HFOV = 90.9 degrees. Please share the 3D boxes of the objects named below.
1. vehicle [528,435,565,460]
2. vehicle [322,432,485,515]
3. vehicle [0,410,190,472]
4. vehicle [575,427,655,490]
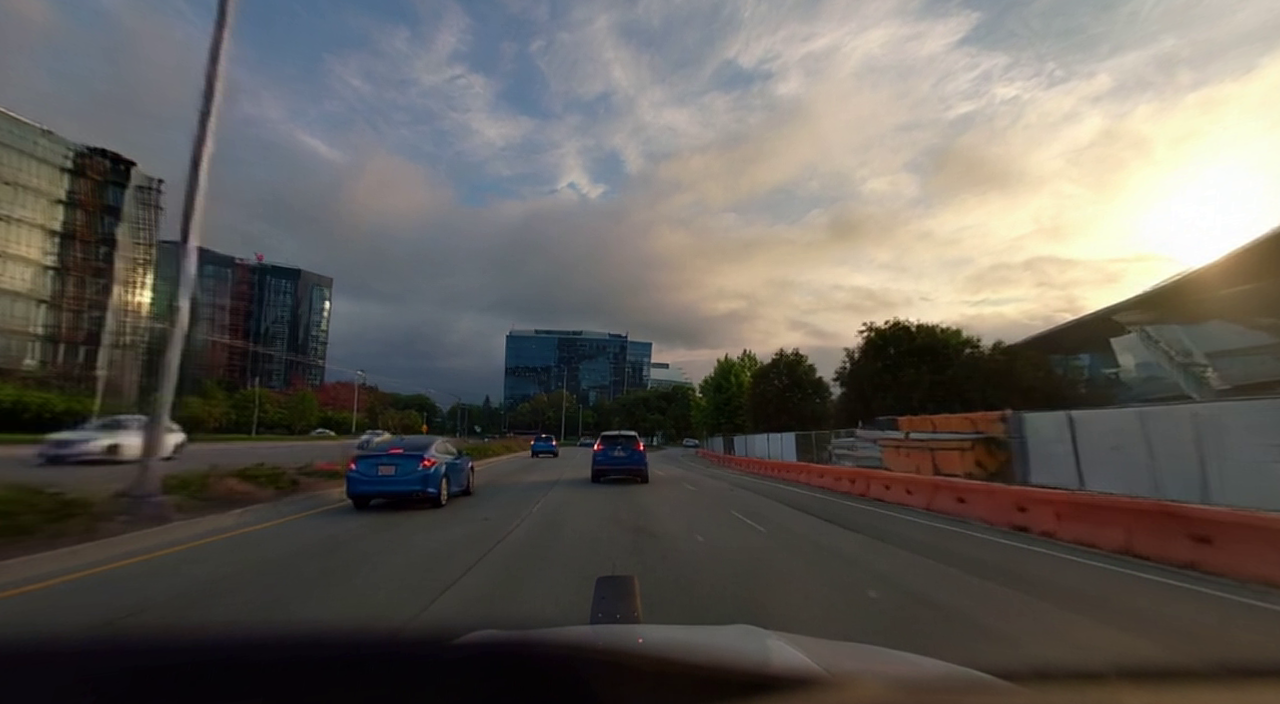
[{"bbox_3d":[-5.891,6.023,40.110,1.888,1.486,4.310,0,-8,-3],"label":"vehicle"},{"bbox_3d":[-4.529,2.343,12.791,1.848,1.406,4.013,0,-8,-2],"label":"vehicle"},{"bbox_3d":[-15.012,2.471,17.653,1.799,1.531,4.133,0,-8,-2],"label":"vehicle"},{"bbox_3d":[-0.569,2.780,16.822,1.913,1.499,3.581,0,-8,1],"label":"vehicle"}]
